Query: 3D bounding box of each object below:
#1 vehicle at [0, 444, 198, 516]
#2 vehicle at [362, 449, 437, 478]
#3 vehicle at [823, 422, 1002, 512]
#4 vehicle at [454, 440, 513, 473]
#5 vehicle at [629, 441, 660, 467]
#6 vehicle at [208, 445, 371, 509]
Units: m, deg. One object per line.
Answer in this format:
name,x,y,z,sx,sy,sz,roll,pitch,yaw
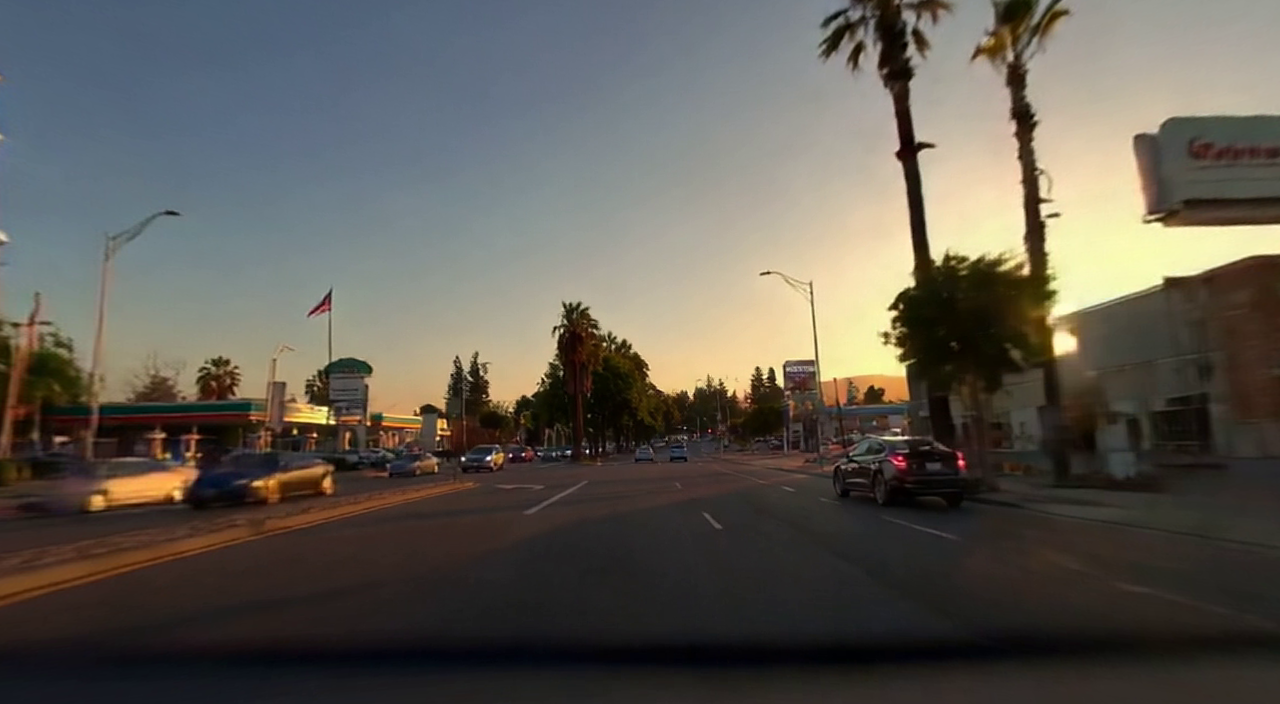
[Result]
vehicle,-16.312,3.691,18.921,2.183,1.814,5.403,-1,-9,1
vehicle,-13.546,6.286,36.023,2.098,1.478,4.928,-1,-9,4
vehicle,6.262,2.715,15.375,2.066,1.807,4.893,0,-9,-1
vehicle,-9.118,6.105,37.298,2.042,1.782,4.919,-1,-9,2
vehicle,0.348,7.508,46.749,2.177,1.754,3.815,0,-9,1
vehicle,-9.242,3.288,17.181,1.891,1.473,4.297,0,-9,1
